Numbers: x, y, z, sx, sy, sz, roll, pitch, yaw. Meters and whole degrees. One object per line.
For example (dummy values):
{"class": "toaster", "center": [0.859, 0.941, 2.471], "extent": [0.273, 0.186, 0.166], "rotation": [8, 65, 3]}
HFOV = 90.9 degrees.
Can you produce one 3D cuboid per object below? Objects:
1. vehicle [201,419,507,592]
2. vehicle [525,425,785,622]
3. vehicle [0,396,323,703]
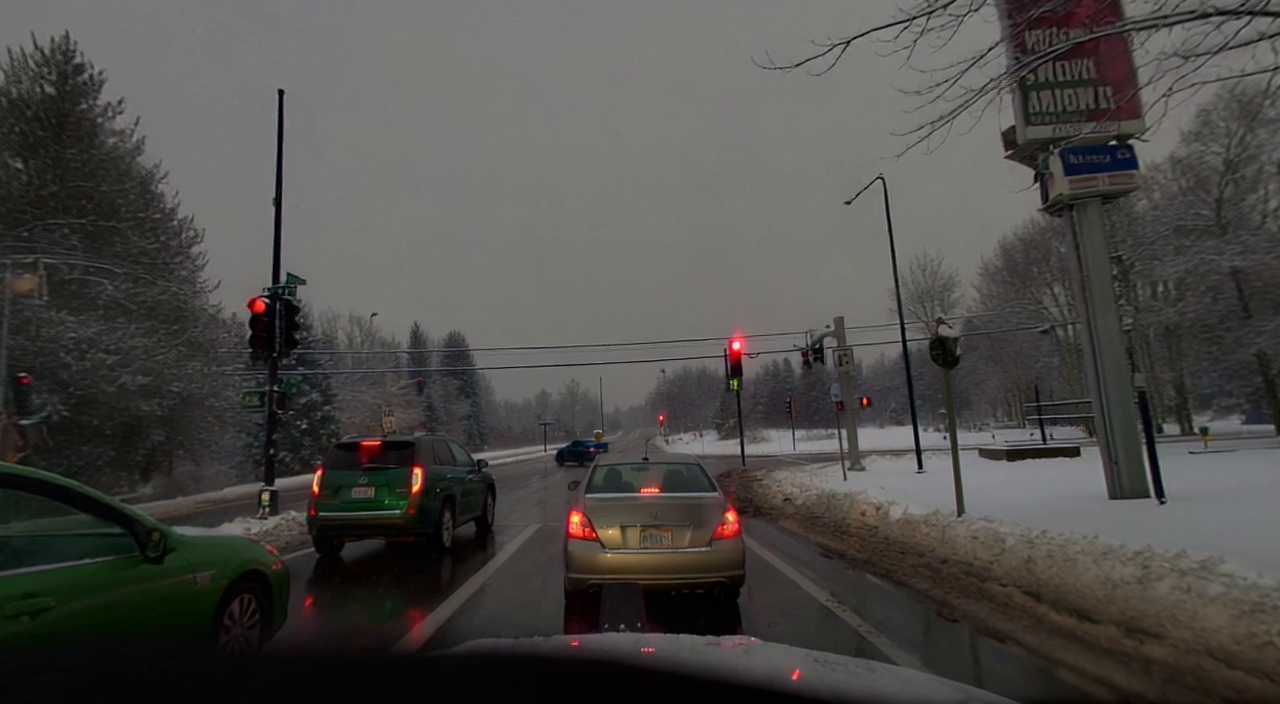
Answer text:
{"class": "vehicle", "center": [-3.171, 1.786, 8.130], "extent": [1.950, 1.628, 4.082], "rotation": [-1, -9, 1]}
{"class": "vehicle", "center": [0.048, 1.577, 6.622], "extent": [1.977, 1.467, 3.474], "rotation": [0, -9, -2]}
{"class": "vehicle", "center": [-3.156, 0.960, 2.409], "extent": [1.808, 1.520, 3.846], "rotation": [-1, -9, 1]}
